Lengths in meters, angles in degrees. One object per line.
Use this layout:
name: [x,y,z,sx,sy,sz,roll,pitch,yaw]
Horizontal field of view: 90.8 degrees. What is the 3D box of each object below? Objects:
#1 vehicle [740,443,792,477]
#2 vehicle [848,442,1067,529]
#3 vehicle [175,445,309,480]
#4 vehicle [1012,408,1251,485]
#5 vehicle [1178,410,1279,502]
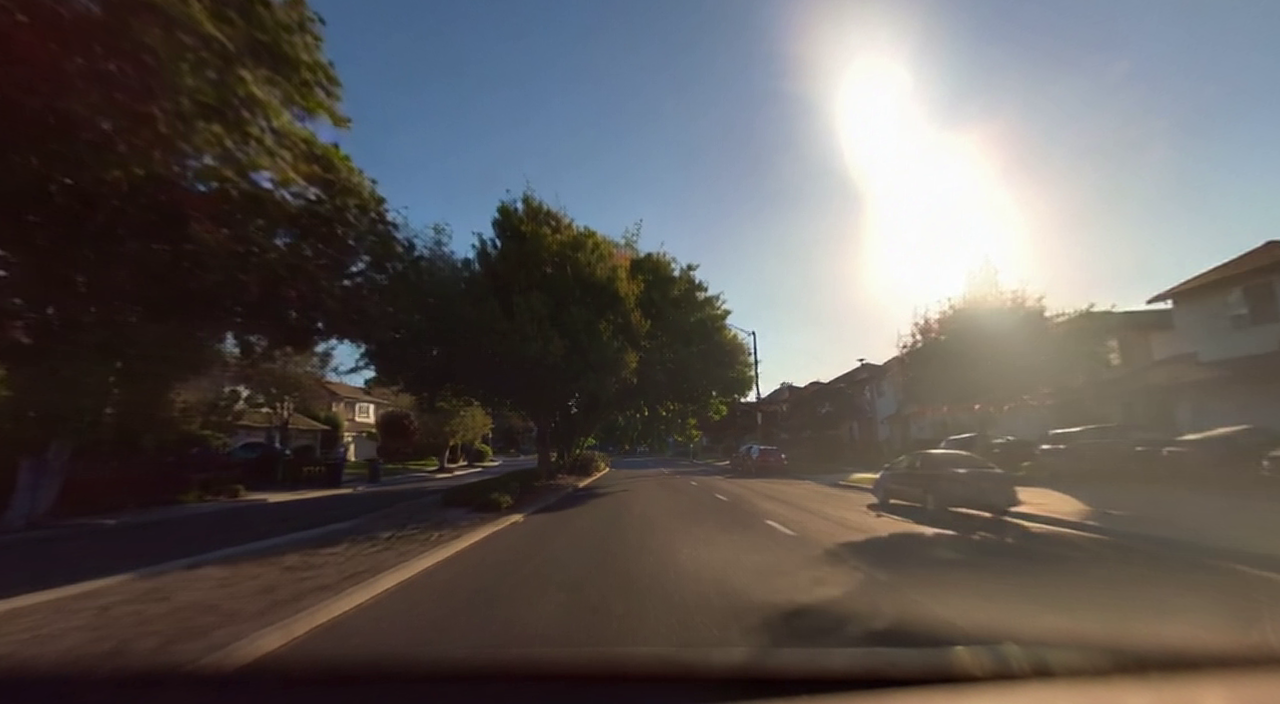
vehicle: [6.794,5.878,34.599,1.996,1.745,4.556,0,-9,1]
vehicle: [6.468,2.744,13.749,2.042,1.511,5.029,0,-9,-2]
vehicle: [-21.178,5.870,33.793,5.659,1.769,2.073,0,-9,-2]
vehicle: [14.973,2.923,19.557,5.355,1.853,2.257,-4,-9,0]
vehicle: [13.307,1.945,11.957,1.978,1.738,4.734,-2,-9,-1]
